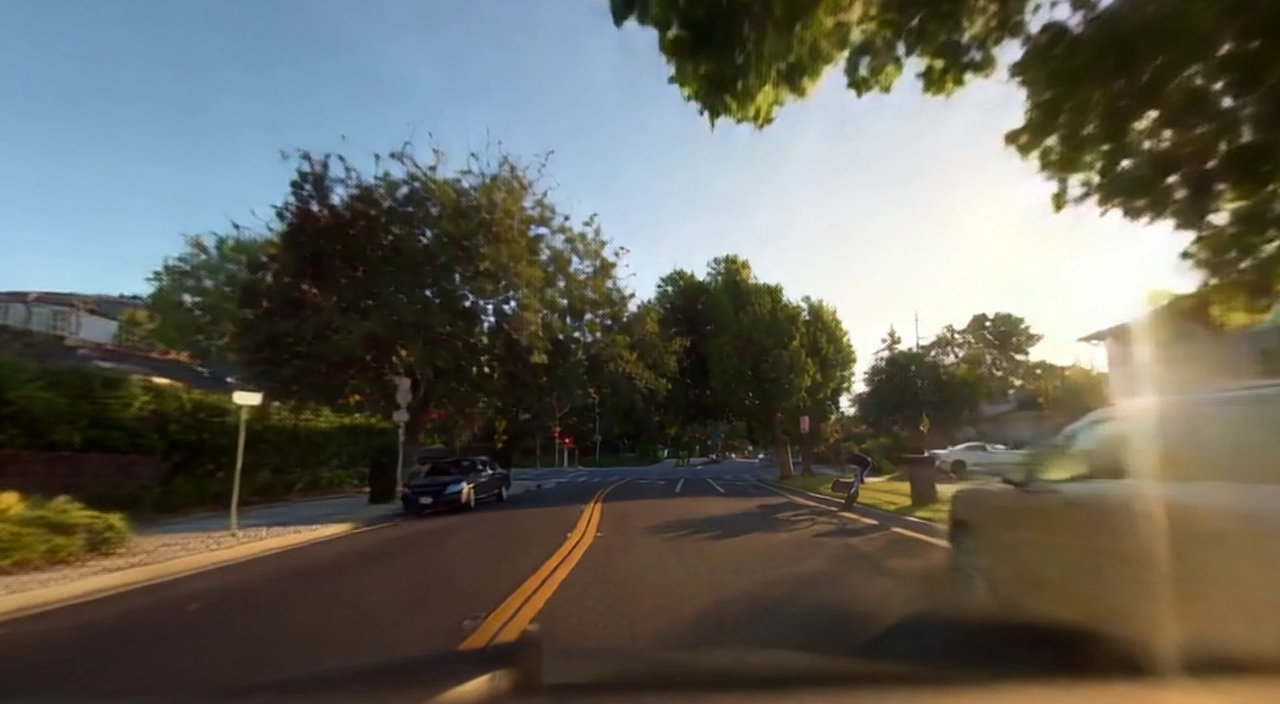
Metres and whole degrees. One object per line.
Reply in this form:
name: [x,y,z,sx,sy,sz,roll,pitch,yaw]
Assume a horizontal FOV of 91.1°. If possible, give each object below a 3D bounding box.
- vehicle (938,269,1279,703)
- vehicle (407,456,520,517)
vehicle: [4.205,0.959,3.492,2.624,2.227,5.508,3,-11,3]
vehicle: [-5.083,3.910,18.751,2.033,1.456,4.370,-3,-9,2]
